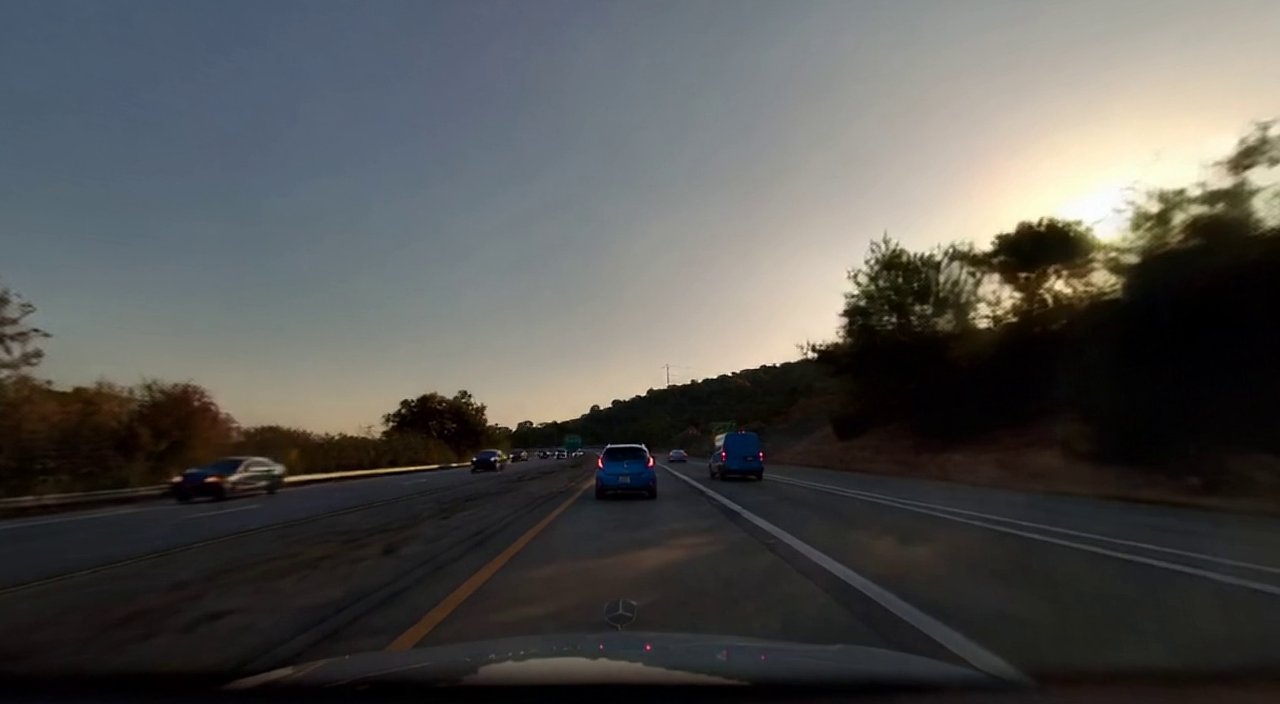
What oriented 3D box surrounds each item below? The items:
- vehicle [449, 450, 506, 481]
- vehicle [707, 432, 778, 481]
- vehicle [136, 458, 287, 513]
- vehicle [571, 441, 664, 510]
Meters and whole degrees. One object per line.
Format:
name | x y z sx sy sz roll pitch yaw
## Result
vehicle | -8.466 5.926 32.971 1.867 1.515 4.107 0 -9 0
vehicle | 4.396 4.605 27.771 2.261 1.952 4.784 0 -9 -1
vehicle | -13.666 4.237 20.369 1.910 1.517 4.274 0 -9 -1
vehicle | -0.494 3.001 15.639 2.029 1.483 3.769 0 -9 0
